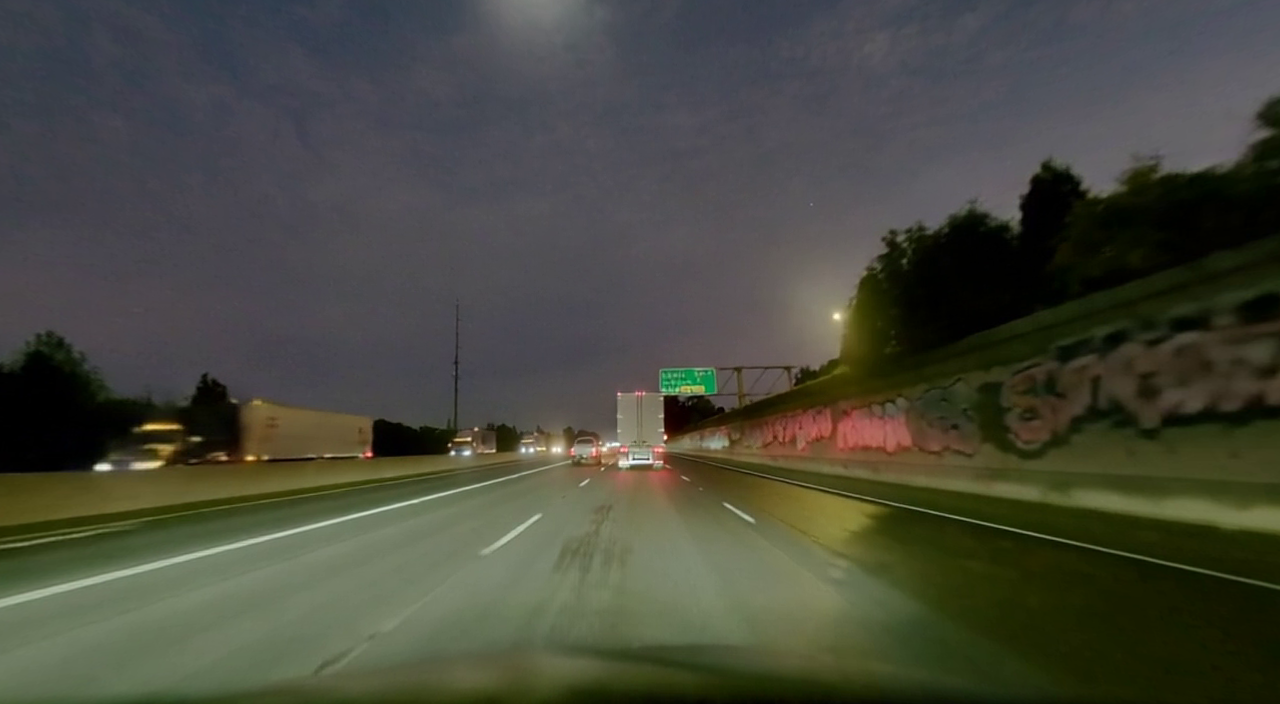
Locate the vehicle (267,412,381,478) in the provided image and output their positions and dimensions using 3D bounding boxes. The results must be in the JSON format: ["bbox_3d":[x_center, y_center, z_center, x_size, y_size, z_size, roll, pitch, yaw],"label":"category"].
[{"bbox_3d":[-19.467,5.859,39.419,2.845,3.649,8.180,0,-9,0],"label":"vehicle"}]

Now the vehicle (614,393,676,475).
[{"bbox_3d":[0.169,4.895,36.532,3.042,4.023,10.832,0,-9,-1],"label":"vehicle"}]

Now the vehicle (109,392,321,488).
[{"bbox_3d":[-19.294,4.249,29.764,2.945,3.740,10.133,0,-9,0],"label":"vehicle"}]

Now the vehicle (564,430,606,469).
[{"bbox_3d":[-3.525,6.415,41.234,2.278,2.369,5.249,0,-9,1],"label":"vehicle"}]
